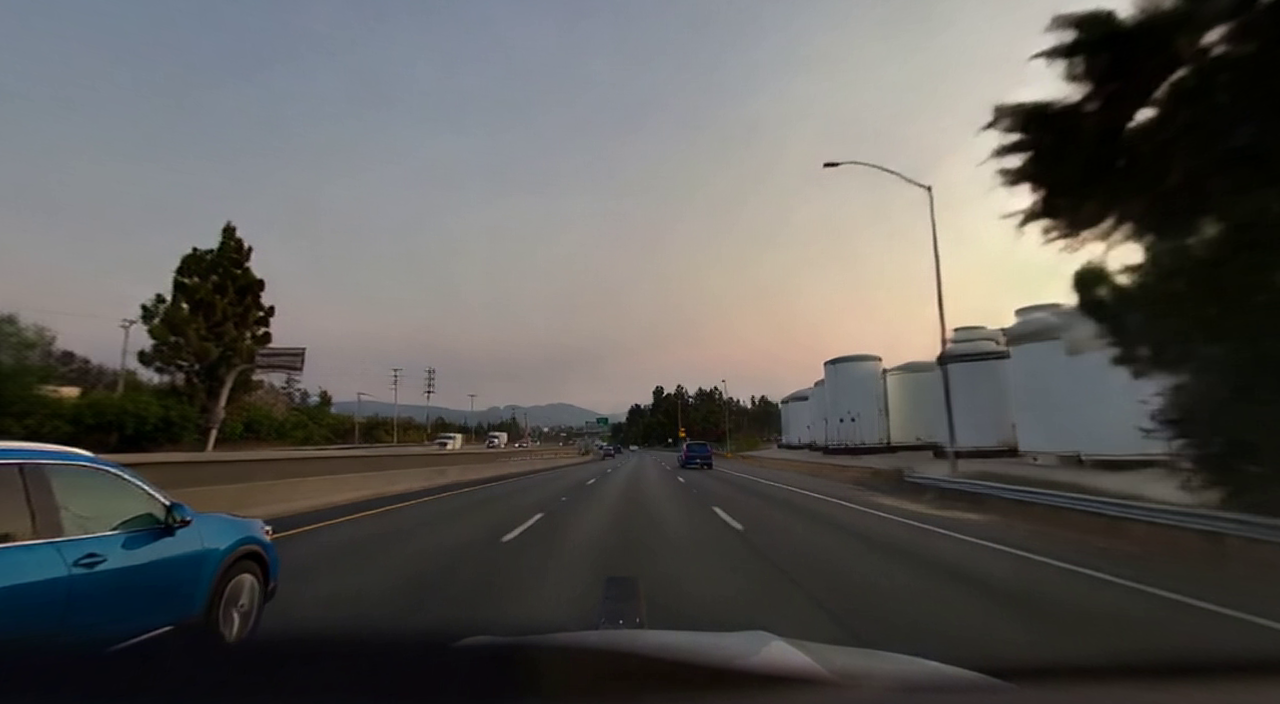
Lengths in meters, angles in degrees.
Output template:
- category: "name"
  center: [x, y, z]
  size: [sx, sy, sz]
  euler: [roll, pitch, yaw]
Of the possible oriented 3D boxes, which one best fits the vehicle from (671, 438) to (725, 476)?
- category: "vehicle"
  center: [2.931, 5.462, 33.028]
  size: [2.296, 1.790, 5.067]
  euler: [0, -9, -1]
